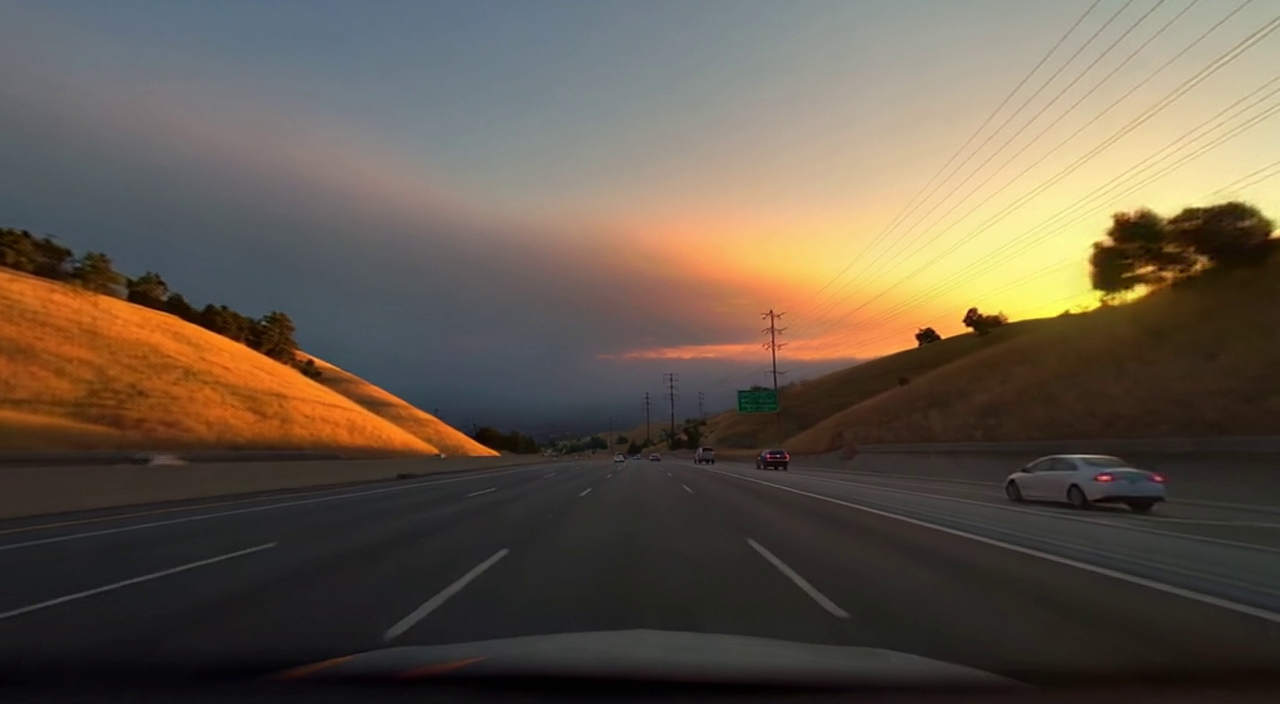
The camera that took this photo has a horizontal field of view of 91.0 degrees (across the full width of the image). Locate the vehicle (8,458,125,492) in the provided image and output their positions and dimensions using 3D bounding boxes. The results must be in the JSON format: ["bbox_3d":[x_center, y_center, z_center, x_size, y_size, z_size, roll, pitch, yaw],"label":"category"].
[{"bbox_3d":[-29.217,6.259,32.329,1.793,1.511,4.676,1,-9,-3],"label":"vehicle"}]

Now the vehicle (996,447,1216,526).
[{"bbox_3d":[9.934,2.845,13.880,1.884,1.486,3.770,0,-9,-1],"label":"vehicle"}]

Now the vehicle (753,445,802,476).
[{"bbox_3d":[8.886,7.012,41.017,2.108,1.870,4.435,0,-9,-1],"label":"vehicle"}]
